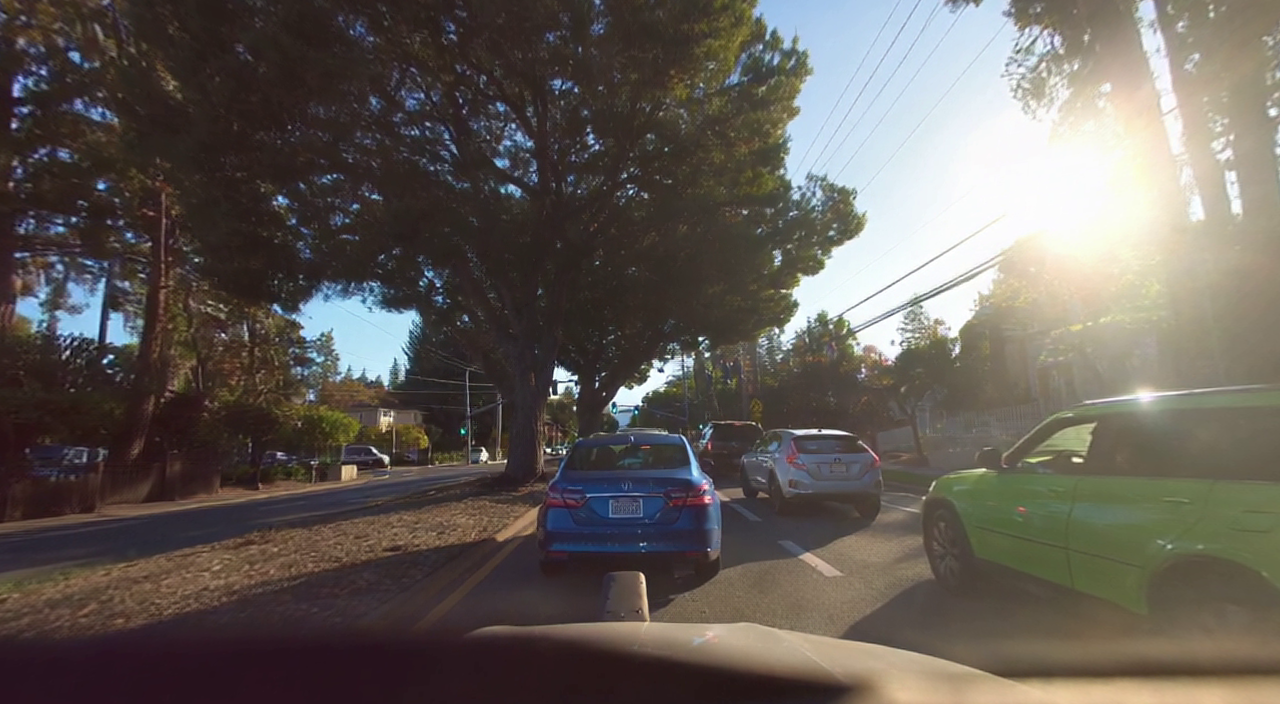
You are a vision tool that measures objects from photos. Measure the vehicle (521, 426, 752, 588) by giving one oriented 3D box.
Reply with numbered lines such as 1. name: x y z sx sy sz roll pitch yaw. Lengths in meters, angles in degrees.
1. vehicle: -0.085 1.774 8.120 2.186 1.500 4.141 0 -8 -1

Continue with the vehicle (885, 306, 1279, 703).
1. vehicle: 3.361 0.932 3.780 2.006 1.766 4.345 0 -8 0

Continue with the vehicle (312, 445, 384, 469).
1. vehicle: -19.889 7.164 43.208 3.957 1.630 1.881 0 -8 0

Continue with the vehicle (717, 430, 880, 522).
1. vehicle: 2.951 2.422 12.932 1.971 1.517 4.521 0 -8 -3

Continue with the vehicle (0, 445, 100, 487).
1. vehicle: -22.579 4.161 23.110 4.092 1.438 1.639 -1 -8 1
